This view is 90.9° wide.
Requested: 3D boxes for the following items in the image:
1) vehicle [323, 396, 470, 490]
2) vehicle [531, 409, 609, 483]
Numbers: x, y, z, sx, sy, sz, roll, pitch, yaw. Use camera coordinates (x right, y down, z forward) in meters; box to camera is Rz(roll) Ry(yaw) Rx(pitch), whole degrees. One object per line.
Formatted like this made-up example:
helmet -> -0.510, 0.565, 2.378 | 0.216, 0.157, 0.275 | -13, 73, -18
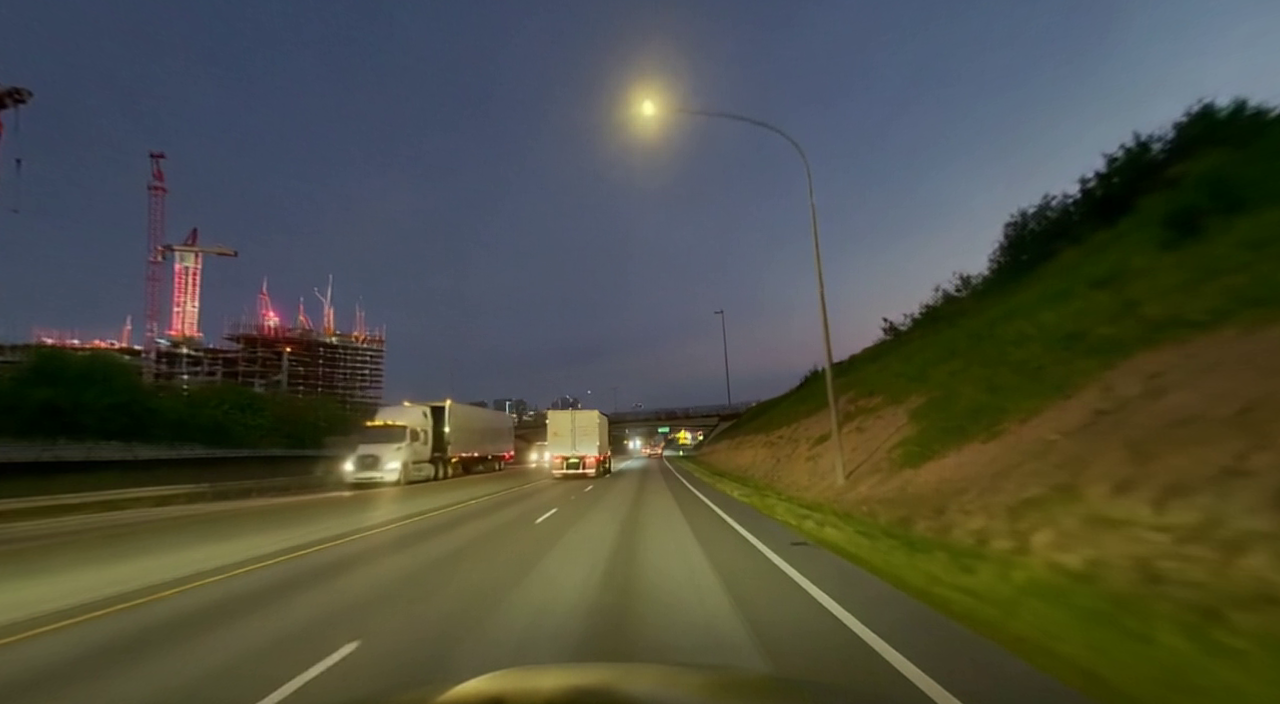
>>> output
vehicle -> -9.838, 3.893, 26.681 | 2.931, 3.367, 7.777 | 0, -9, 1
vehicle -> -2.826, 4.100, 27.382 | 2.565, 2.771, 6.641 | 0, -9, 0
